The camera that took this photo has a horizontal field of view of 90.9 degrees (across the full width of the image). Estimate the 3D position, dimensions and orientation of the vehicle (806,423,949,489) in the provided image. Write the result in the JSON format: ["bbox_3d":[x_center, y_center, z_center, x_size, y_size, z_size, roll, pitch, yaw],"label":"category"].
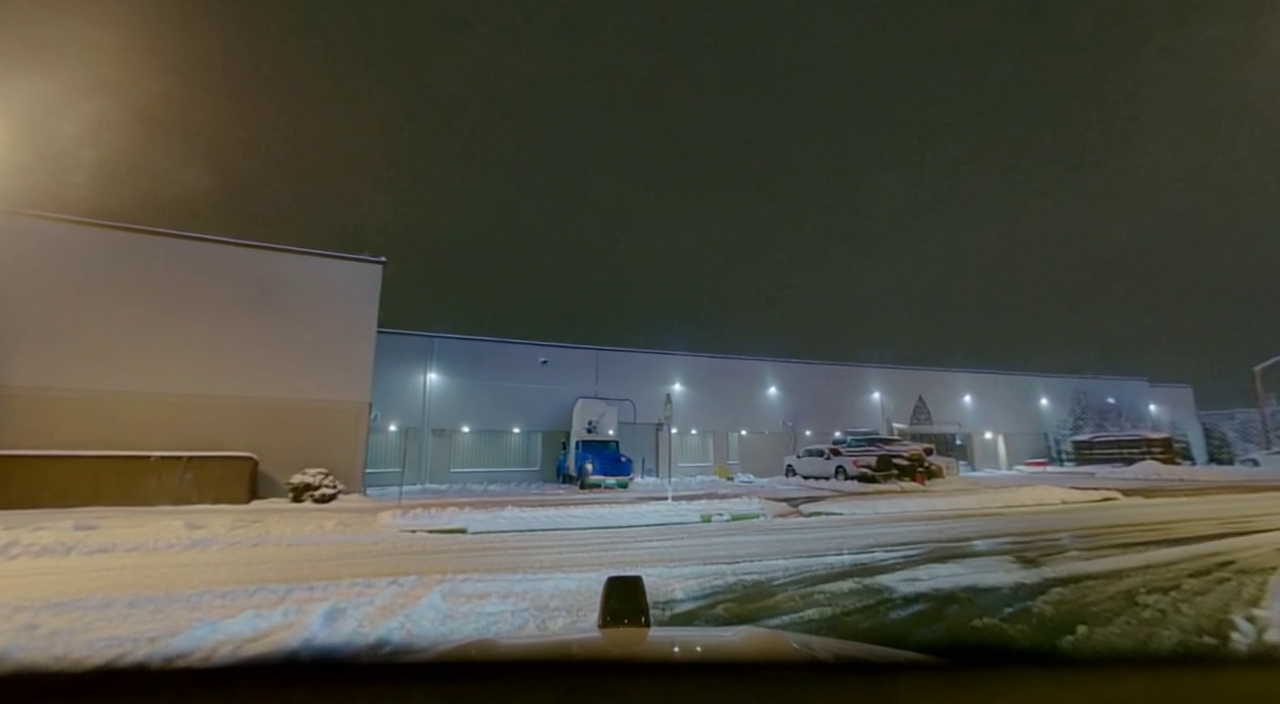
[{"bbox_3d":[11.591,5.088,30.861,6.271,3.004,2.298,3,-11,-17],"label":"vehicle"}]

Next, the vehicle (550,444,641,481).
[{"bbox_3d":[-2.700,6.608,38.058,5.207,2.103,1.997,2,-9,-15],"label":"vehicle"}]
